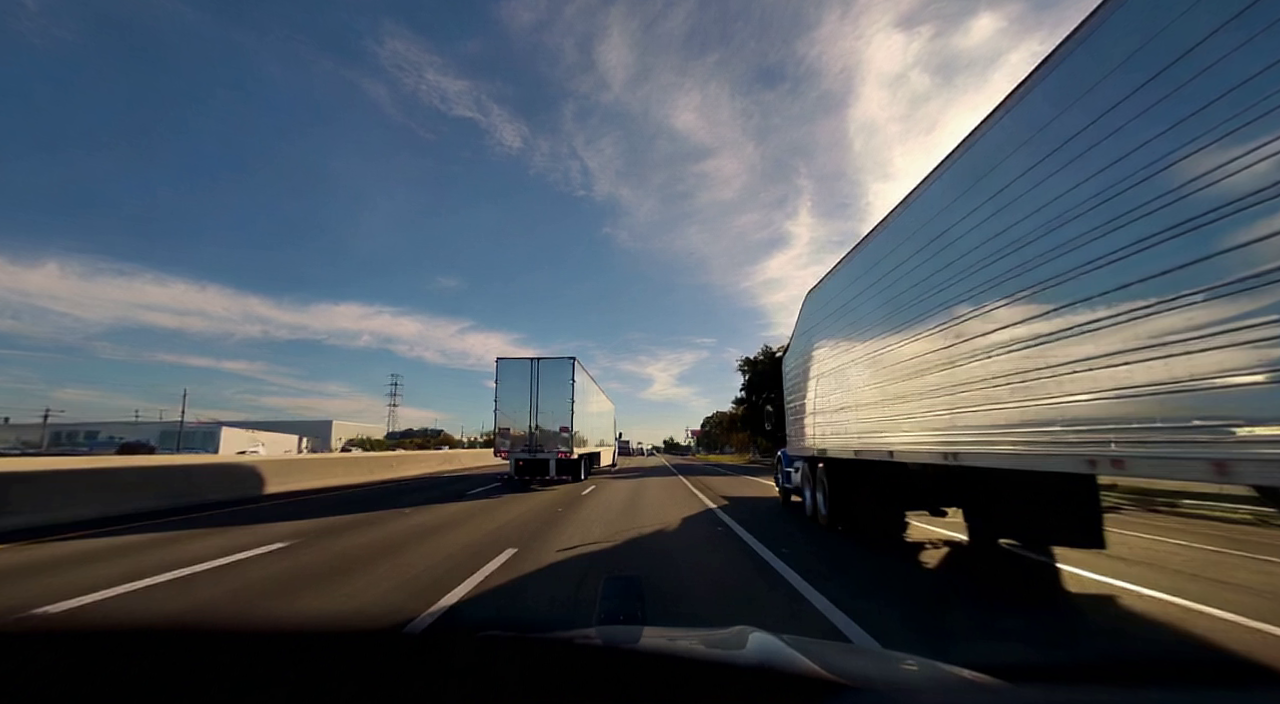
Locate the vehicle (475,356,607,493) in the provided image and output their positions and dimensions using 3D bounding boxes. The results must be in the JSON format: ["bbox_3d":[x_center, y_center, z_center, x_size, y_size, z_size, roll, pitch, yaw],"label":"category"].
[{"bbox_3d":[-3.419,3.362,27.308,2.939,4.132,16.303,0,-8,0],"label":"vehicle"}]
